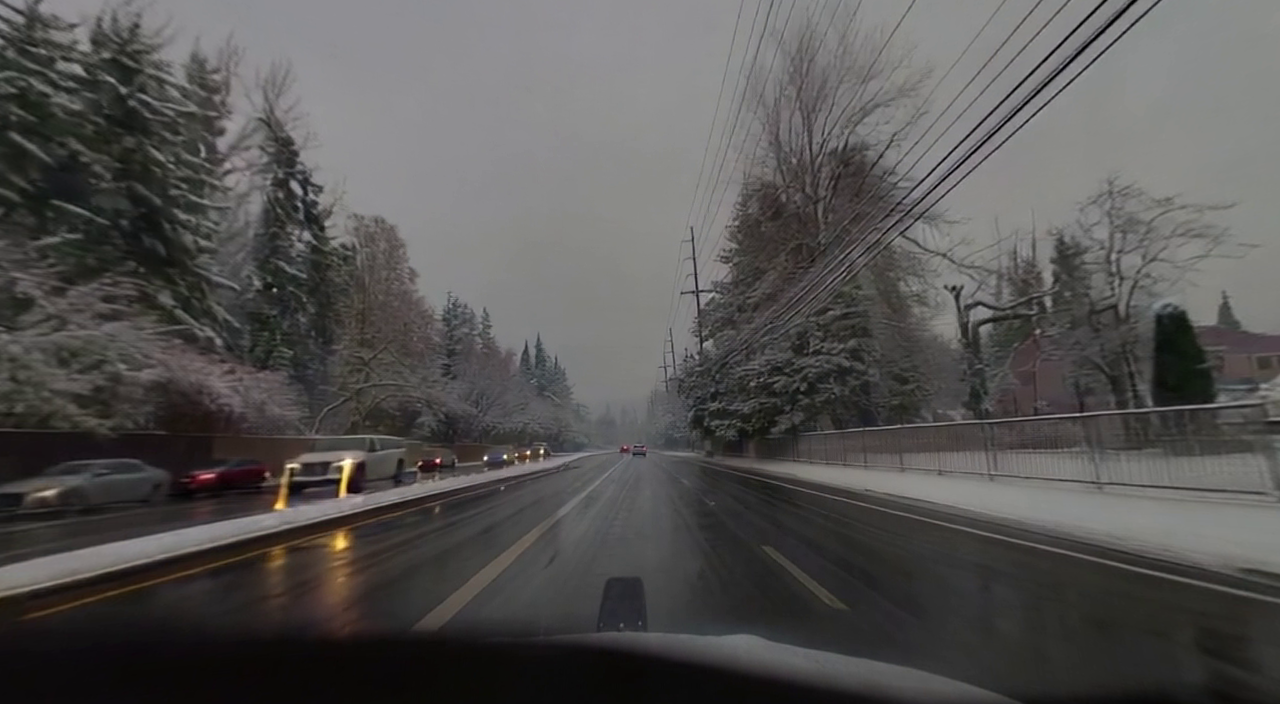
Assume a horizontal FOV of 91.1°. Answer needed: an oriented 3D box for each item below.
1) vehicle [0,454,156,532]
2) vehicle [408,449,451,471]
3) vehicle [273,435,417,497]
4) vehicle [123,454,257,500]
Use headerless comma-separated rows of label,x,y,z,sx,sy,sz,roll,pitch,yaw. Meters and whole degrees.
vehicle,-13.550,3.068,14.070,1.821,1.453,4.459,0,-8,0
vehicle,-16.614,8.498,49.733,1.840,1.621,4.235,1,-8,2
vehicle,-9.956,3.869,21.912,2.249,1.866,5.664,0,-8,0
vehicle,-16.999,4.698,24.041,1.897,1.505,4.350,0,-8,0
